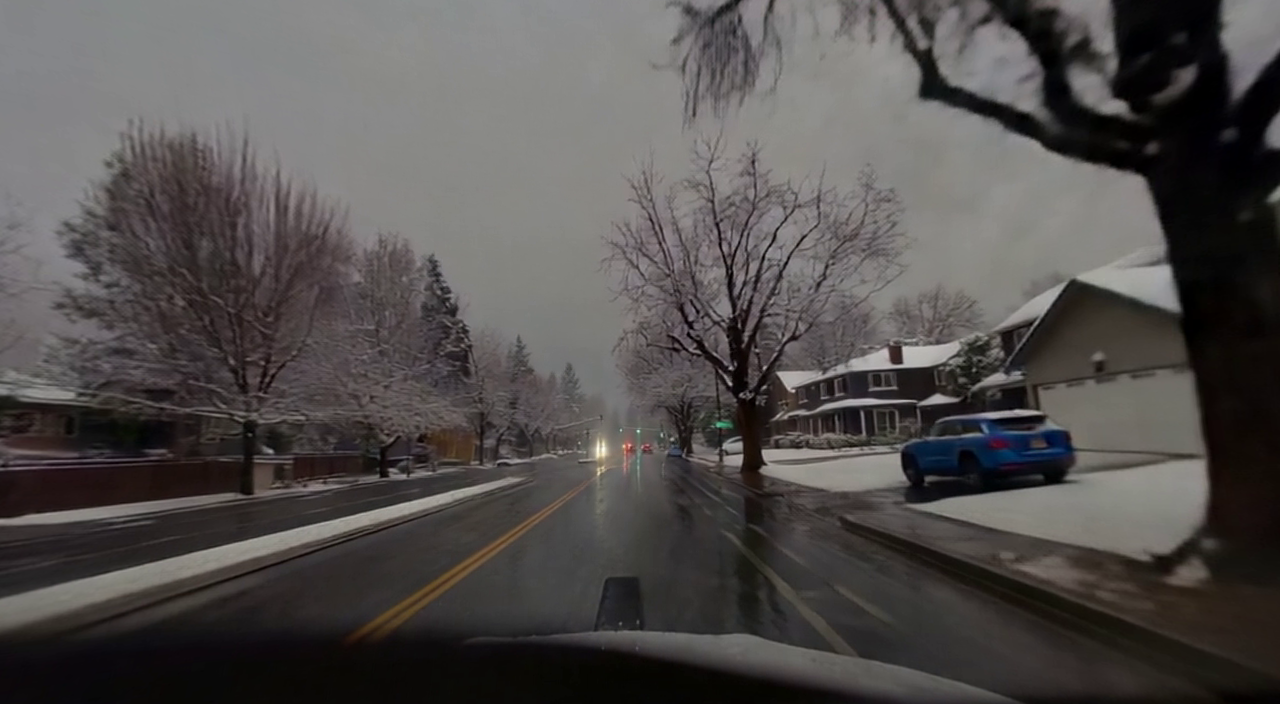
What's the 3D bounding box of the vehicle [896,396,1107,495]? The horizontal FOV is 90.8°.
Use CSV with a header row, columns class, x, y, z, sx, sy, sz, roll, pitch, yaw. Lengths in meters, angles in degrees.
class,x,y,z,sx,sy,sz,roll,pitch,yaw
vehicle,8.302,2.293,15.217,2.051,1.801,4.785,-5,-10,-1
